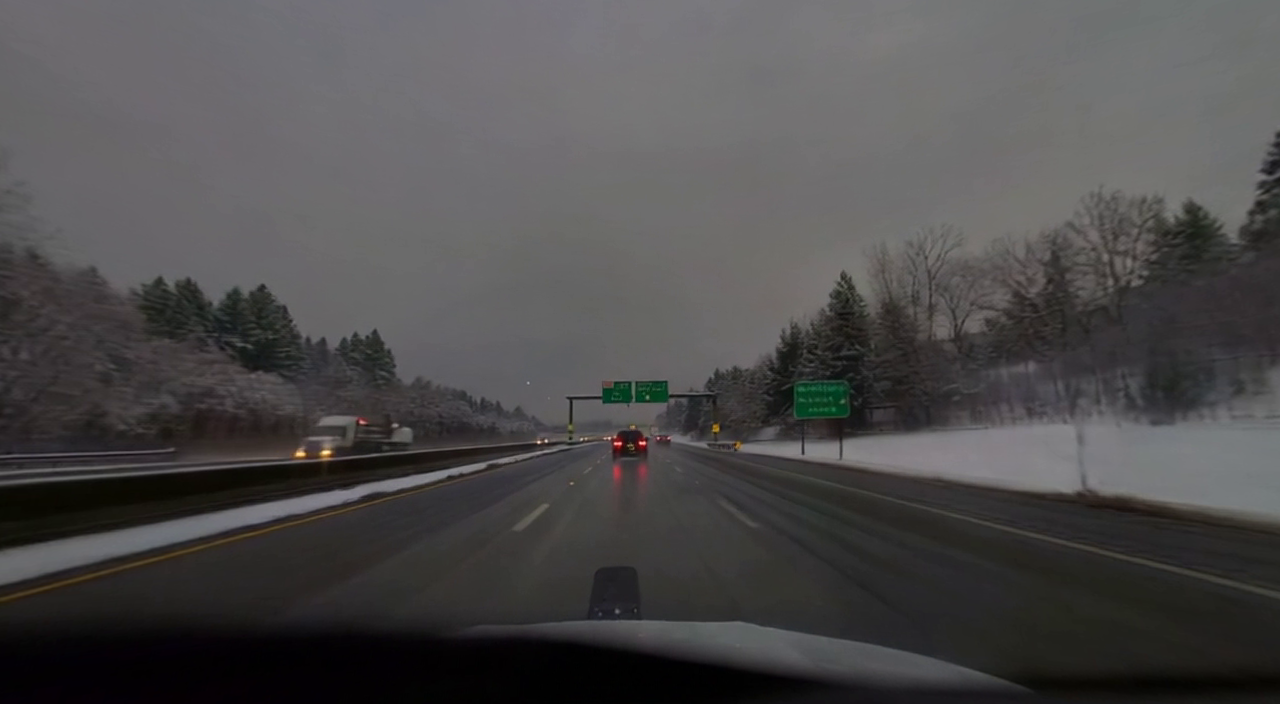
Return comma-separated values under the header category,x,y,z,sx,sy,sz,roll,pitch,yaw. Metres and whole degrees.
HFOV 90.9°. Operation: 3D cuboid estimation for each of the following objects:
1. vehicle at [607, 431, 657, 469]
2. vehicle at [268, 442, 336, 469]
category,x,y,z,sx,sy,sz,roll,pitch,yaw
vehicle,-0.366,4.367,28.306,2.094,1.600,3.666,0,-8,-1
vehicle,-19.449,5.925,36.439,1.781,1.430,3.836,0,-8,0
